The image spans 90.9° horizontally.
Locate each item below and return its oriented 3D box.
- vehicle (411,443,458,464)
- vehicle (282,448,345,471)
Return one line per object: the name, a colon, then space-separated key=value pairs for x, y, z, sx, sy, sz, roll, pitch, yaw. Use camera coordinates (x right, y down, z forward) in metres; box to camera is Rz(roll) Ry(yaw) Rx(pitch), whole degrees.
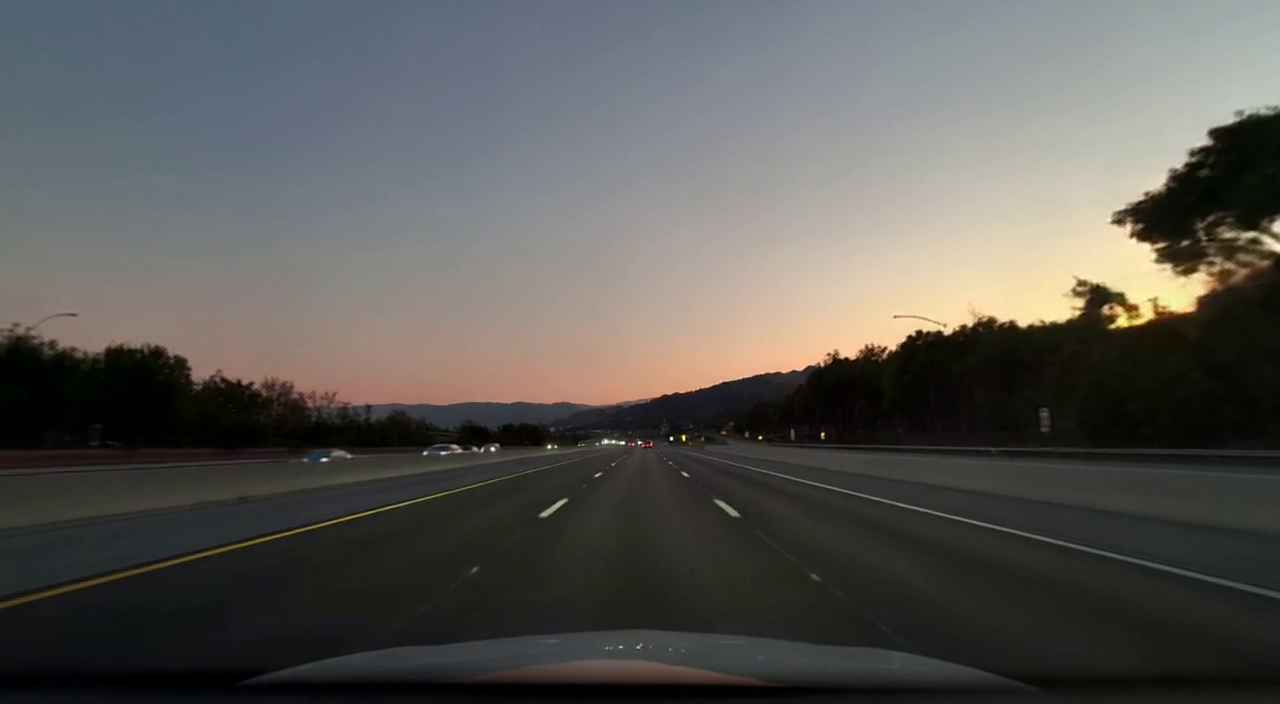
vehicle: x=-15.591 y=7.718 z=48.100 sx=2.003 sy=1.470 sz=4.450 roll=0 pitch=-8 yaw=1
vehicle: x=-22.911 y=7.542 z=44.507 sx=1.940 sy=1.482 sz=4.652 roll=0 pitch=-8 yaw=1
